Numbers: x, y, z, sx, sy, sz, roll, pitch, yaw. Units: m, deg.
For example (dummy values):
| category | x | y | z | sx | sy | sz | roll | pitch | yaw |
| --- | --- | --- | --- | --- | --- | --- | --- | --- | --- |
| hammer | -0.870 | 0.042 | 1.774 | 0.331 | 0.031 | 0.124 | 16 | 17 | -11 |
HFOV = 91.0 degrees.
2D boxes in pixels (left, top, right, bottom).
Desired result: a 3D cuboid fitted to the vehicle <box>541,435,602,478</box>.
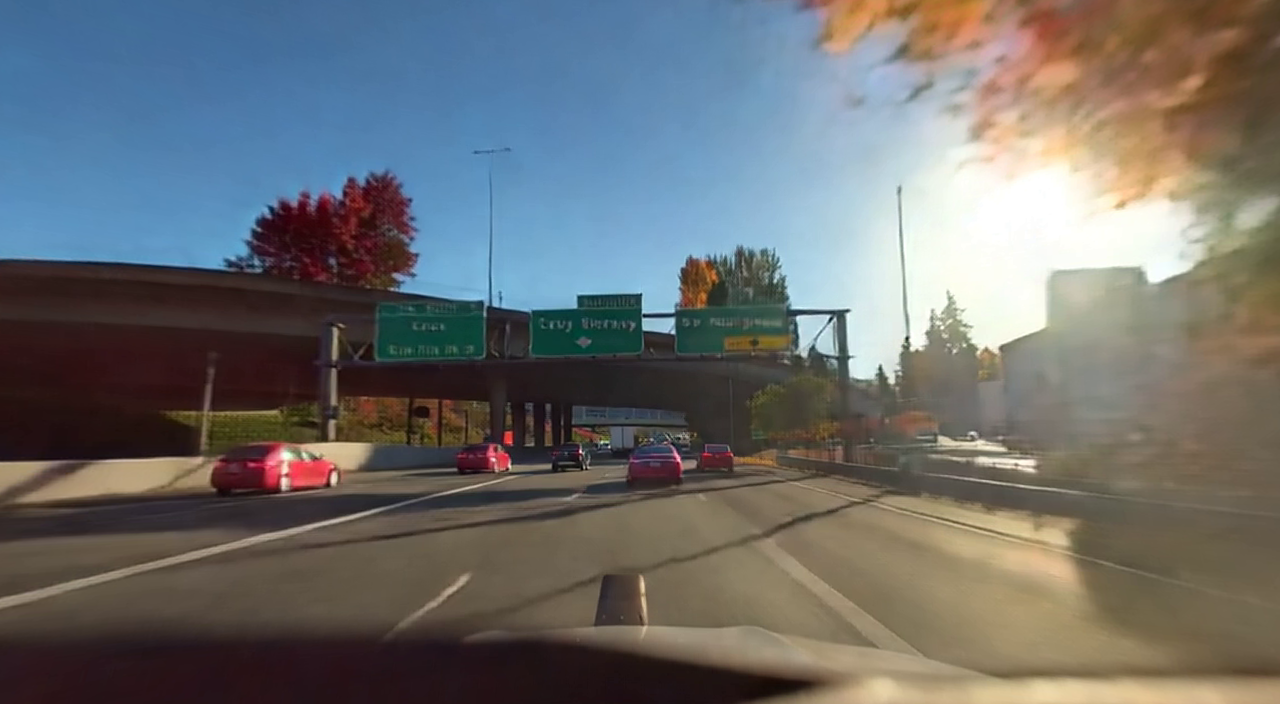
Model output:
| category | x | y | z | sx | sy | sz | roll | pitch | yaw |
| --- | --- | --- | --- | --- | --- | --- | --- | --- | --- |
| vehicle | -2.986 | 4.648 | 28.323 | 2.111 | 1.742 | 4.315 | 0 | -9 | 2 |

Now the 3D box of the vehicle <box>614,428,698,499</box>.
| category | x | y | z | sx | sy | sz | roll | pitch | yaw |
| --- | --- | --- | --- | --- | --- | --- | --- | --- | --- |
| vehicle | 0.500 | 3.166 | 18.235 | 2.101 | 1.742 | 4.495 | 0 | -9 | 2 |

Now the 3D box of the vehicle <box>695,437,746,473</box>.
| category | x | y | z | sx | sy | sz | roll | pitch | yaw |
| --- | --- | --- | --- | --- | --- | --- | --- | --- | --- |
| vehicle | 4.212 | 5.488 | 33.664 | 2.193 | 1.778 | 4.488 | 0 | -9 | 1 |

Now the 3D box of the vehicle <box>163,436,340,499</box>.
| category | x | y | z | sx | sy | sz | roll | pitch | yaw |
| --- | --- | --- | --- | --- | --- | --- | --- | --- | --- |
| vehicle | -10.769 | 3.215 | 17.983 | 2.006 | 1.509 | 4.634 | 0 | -9 | 1 |

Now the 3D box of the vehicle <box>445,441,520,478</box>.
| category | x | y | z | sx | sy | sz | roll | pitch | yaw |
| --- | --- | --- | --- | --- | --- | --- | --- | --- | --- |
| vehicle | -6.966 | 4.804 | 28.442 | 2.057 | 1.496 | 4.661 | 0 | -9 | 2 |
